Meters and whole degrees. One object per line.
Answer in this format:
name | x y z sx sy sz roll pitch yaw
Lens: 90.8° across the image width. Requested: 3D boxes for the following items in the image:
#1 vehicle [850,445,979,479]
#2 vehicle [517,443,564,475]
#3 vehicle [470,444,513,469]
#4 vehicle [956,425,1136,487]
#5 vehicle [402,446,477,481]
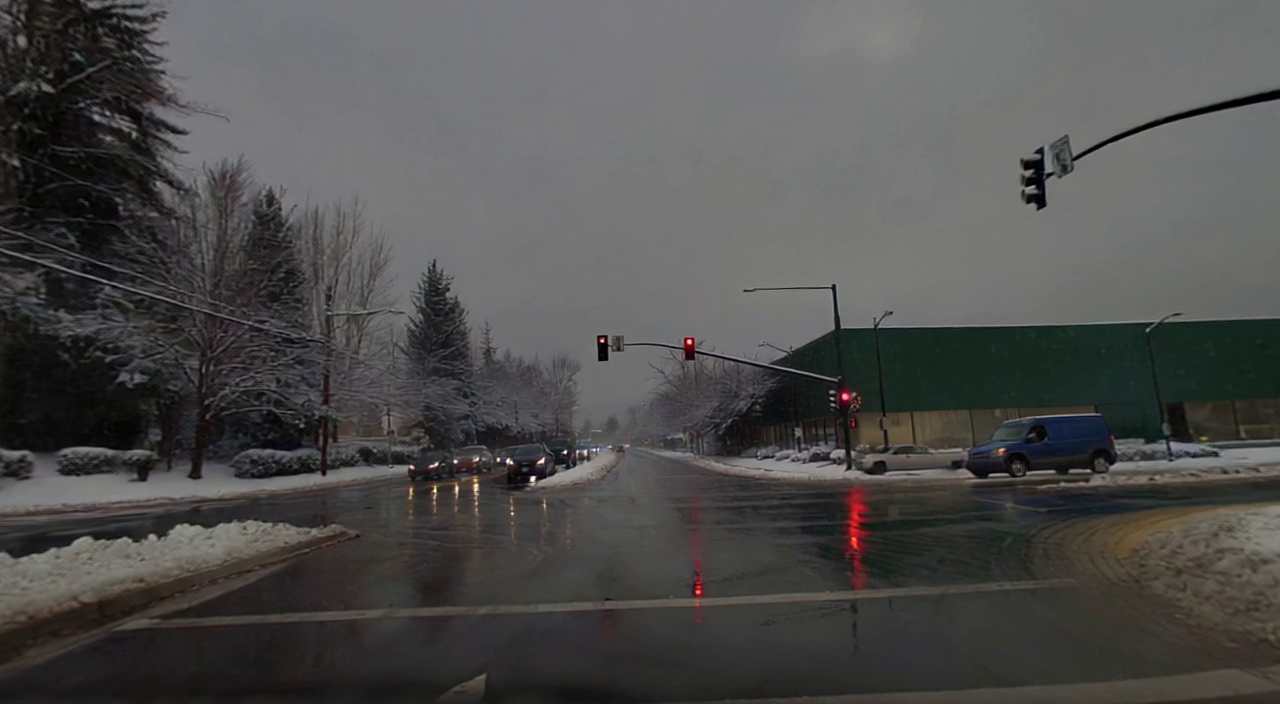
vehicle | 12.101 4.881 28.135 4.828 1.453 1.919 0 -9 1
vehicle | -4.736 5.142 30.610 1.846 1.416 4.228 0 -9 -4
vehicle | -9.022 6.382 38.757 1.779 1.460 4.463 0 -9 -3
vehicle | 14.829 3.765 23.124 5.910 2.046 2.228 3 -9 -19
vehicle | -9.010 5.026 28.794 2.024 1.460 4.381 0 -9 0
